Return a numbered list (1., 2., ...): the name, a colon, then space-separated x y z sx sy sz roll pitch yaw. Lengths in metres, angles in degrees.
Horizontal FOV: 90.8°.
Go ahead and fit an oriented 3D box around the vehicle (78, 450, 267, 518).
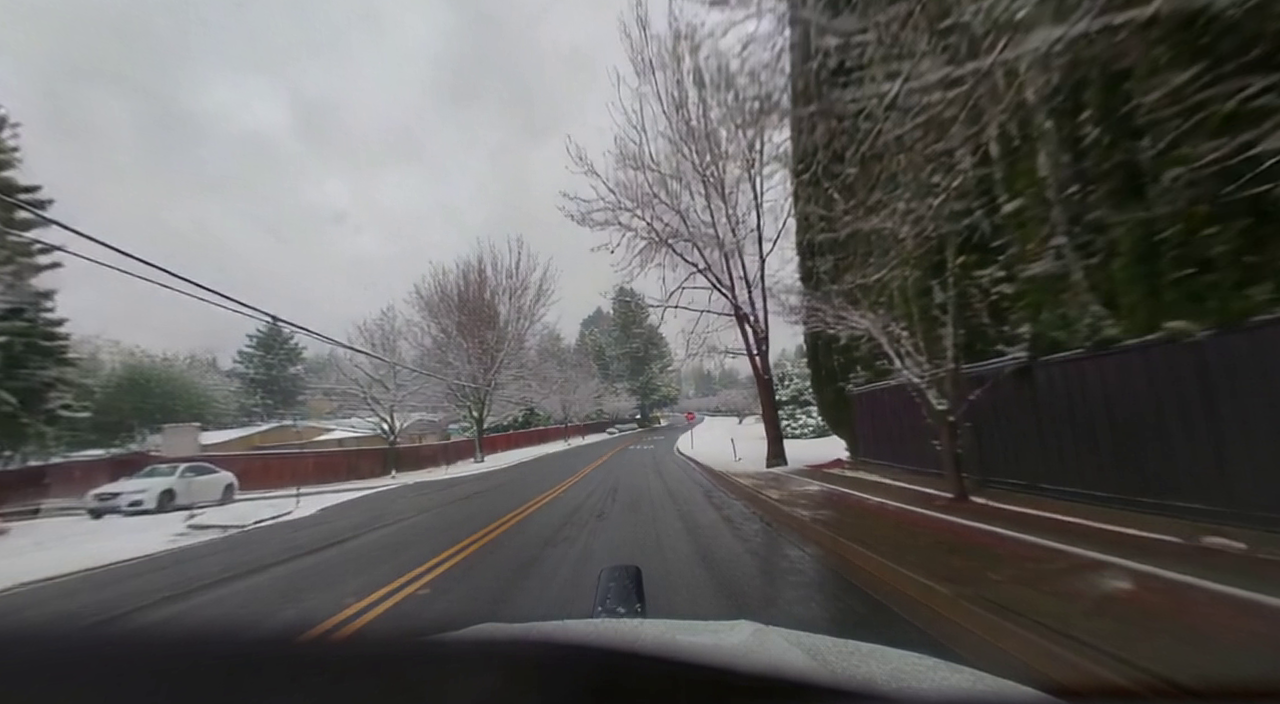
1. vehicle: -14.694 4.128 20.352 2.305 1.793 4.883 1 -8 0
